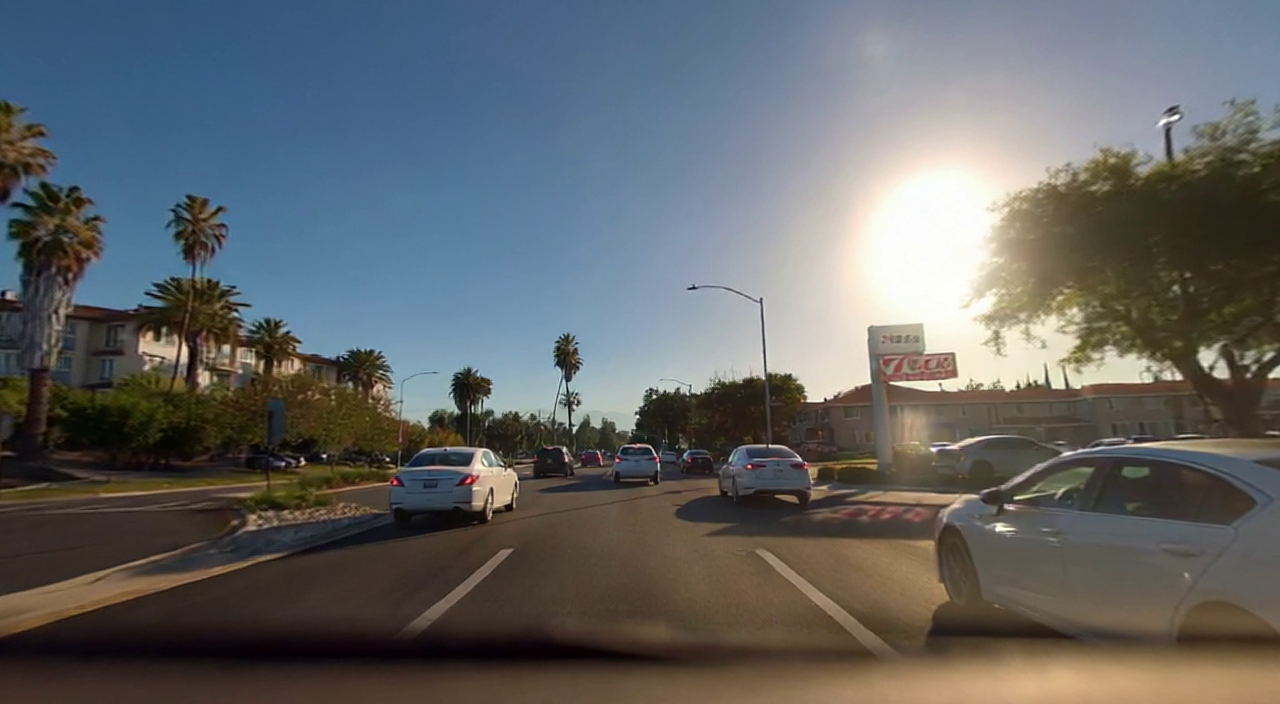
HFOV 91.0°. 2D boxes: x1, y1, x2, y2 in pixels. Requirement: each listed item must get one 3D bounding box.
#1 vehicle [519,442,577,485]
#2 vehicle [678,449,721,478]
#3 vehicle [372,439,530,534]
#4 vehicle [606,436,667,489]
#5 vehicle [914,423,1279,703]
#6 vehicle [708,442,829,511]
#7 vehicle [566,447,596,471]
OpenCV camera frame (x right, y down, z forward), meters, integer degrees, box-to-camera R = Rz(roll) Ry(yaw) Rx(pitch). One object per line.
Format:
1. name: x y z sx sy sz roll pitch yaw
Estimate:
1. vehicle: -3.967 4.865 27.821 1.932 1.695 4.235 0 -8 0
2. vehicle: 3.241 6.193 35.085 1.880 1.476 3.932 0 -8 -2
3. vehicle: -3.395 2.469 12.246 1.864 1.505 4.202 0 -8 -1
4. vehicle: -0.156 4.229 24.446 2.164 1.867 4.254 0 -8 -1
5. vehicle: 3.633 1.206 3.853 1.867 1.448 4.436 0 -8 -1
6. vehicle: 3.076 3.082 16.147 1.977 1.480 4.589 0 -8 -2
7. vehicle: -4.321 7.830 46.354 1.871 1.673 3.920 0 -8 -1
